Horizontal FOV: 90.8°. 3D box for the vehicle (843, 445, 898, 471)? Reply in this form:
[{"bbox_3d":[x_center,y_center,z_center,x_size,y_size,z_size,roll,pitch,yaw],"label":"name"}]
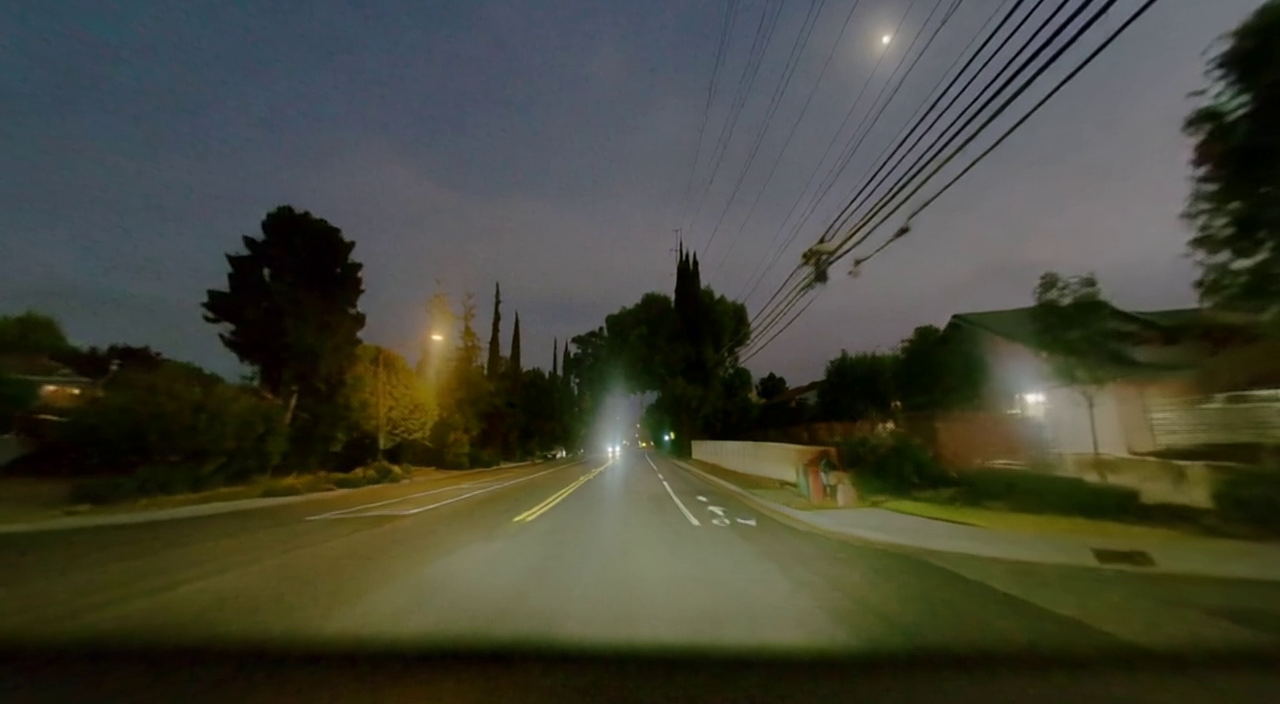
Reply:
[{"bbox_3d":[14.640,6.749,40.391,1.810,1.470,4.551,1,-8,0],"label":"vehicle"}]
